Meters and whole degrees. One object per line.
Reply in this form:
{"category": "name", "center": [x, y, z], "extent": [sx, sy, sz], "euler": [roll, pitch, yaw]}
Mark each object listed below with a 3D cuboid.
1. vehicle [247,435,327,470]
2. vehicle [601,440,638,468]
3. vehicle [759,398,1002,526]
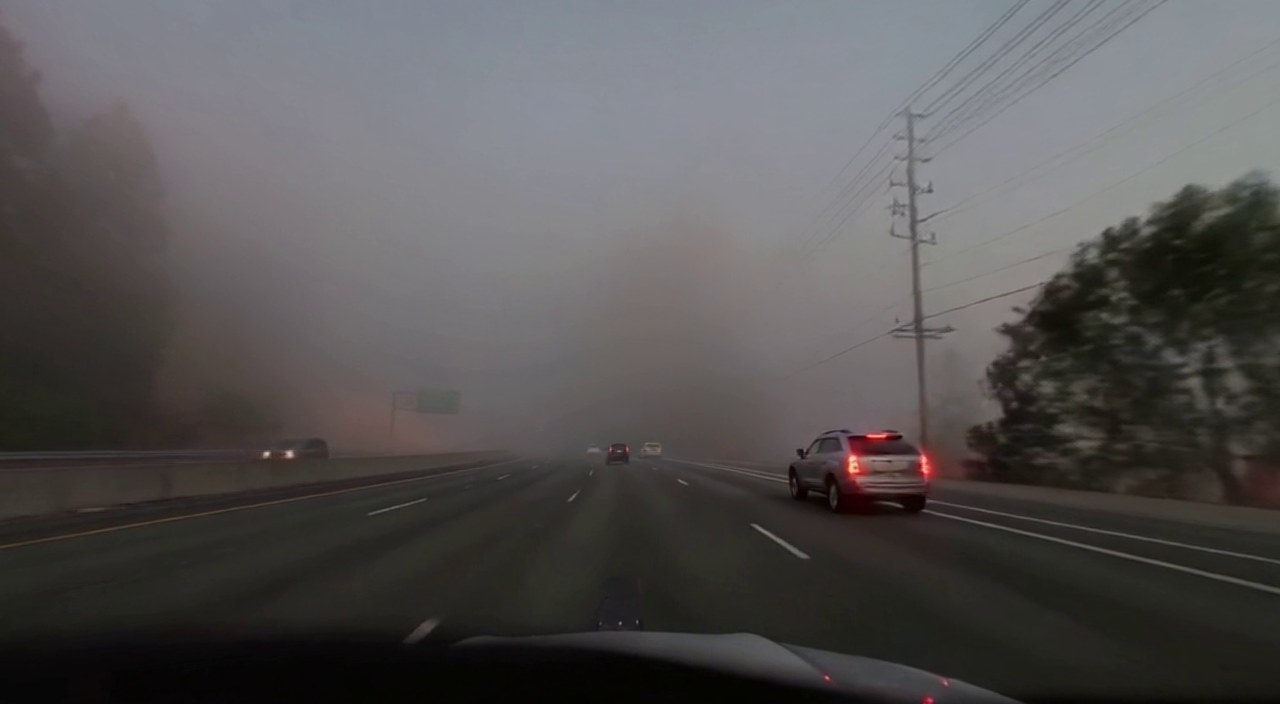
{"category": "vehicle", "center": [-19.215, 5.497, 34.631], "extent": [1.999, 1.779, 4.398], "euler": [0, -9, -3]}
{"category": "vehicle", "center": [-1.436, 6.794, 42.212], "extent": [2.188, 1.714, 3.921], "euler": [1, -9, -6]}
{"category": "vehicle", "center": [4.430, 2.201, 13.161], "extent": [2.504, 2.033, 5.979], "euler": [0, -8, -2]}
